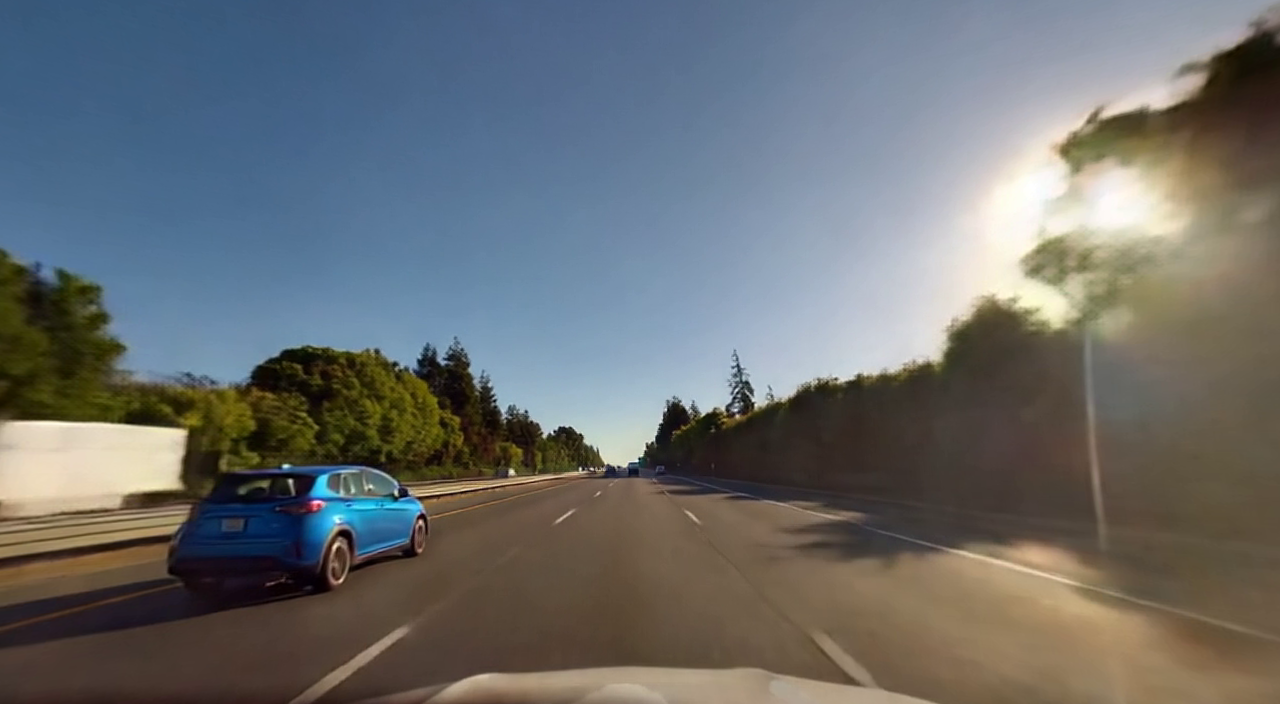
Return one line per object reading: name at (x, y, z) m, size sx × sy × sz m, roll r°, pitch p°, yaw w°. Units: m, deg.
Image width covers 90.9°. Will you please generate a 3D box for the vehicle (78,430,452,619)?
vehicle at (-3.752, 1.815, 7.368) m, size 1.797 × 1.532 × 4.072 m, roll 1°, pitch -10°, yaw 0°
